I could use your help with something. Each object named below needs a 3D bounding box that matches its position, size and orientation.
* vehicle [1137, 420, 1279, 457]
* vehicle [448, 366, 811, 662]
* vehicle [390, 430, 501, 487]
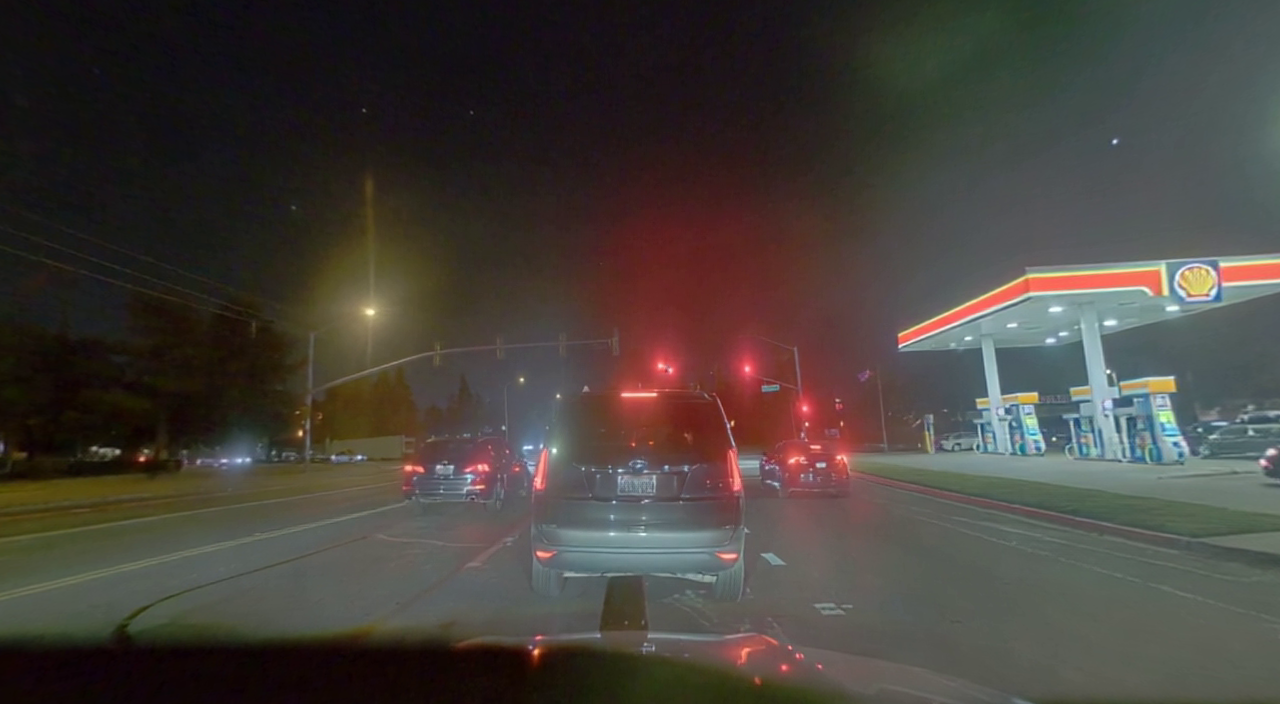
[{"bbox_3d":[25.940,3.968,28.782,4.551,1.616,1.973,-2,-9,11],"label":"vehicle"},{"bbox_3d":[0.011,1.319,6.134,2.236,1.819,4.291,0,-9,2],"label":"vehicle"},{"bbox_3d":[-6.645,3.709,22.170,2.065,1.753,4.525,-1,-9,6],"label":"vehicle"}]
